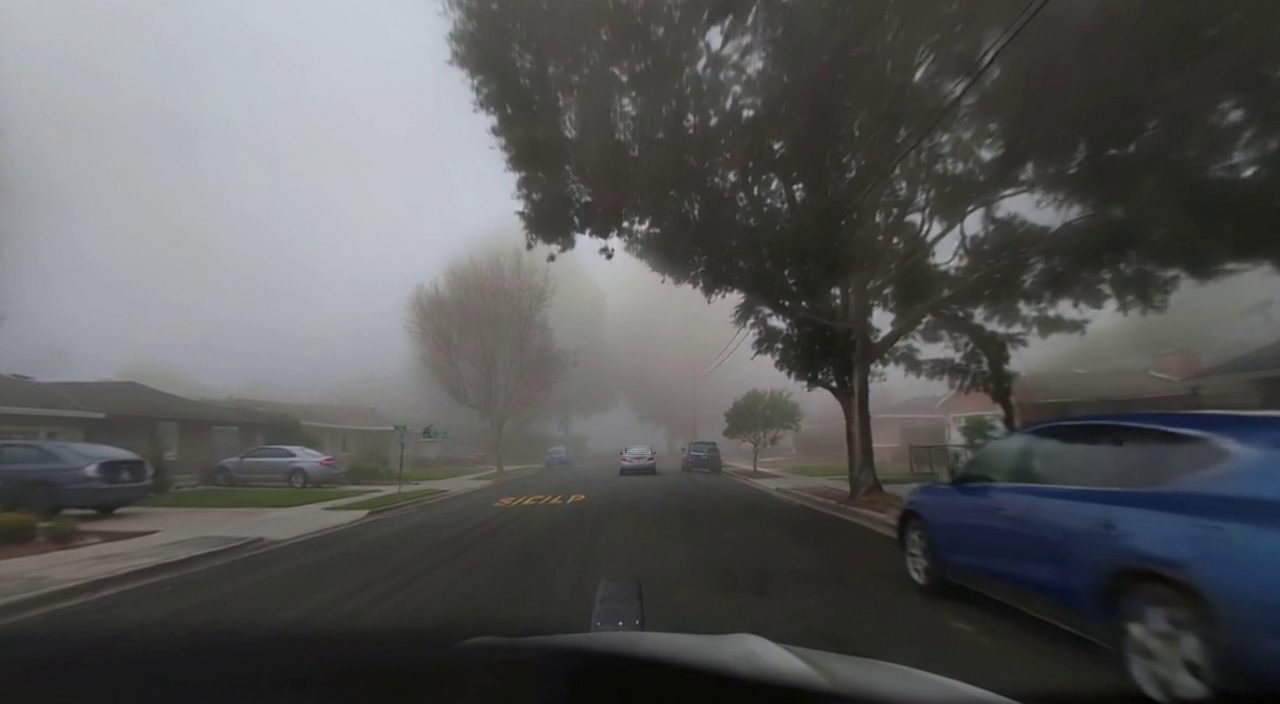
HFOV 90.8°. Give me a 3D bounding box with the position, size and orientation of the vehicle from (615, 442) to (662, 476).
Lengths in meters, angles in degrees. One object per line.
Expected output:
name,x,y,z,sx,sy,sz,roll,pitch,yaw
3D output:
vehicle,-0.071,4.918,29.294,2.000,1.449,4.006,0,-8,0

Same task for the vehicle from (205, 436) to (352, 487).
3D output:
vehicle,-13.453,4.076,23.725,4.253,1.772,1.980,0,-8,-3

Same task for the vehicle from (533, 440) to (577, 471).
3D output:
vehicle,-5.649,6.936,42.543,2.126,1.816,4.796,-3,-8,1

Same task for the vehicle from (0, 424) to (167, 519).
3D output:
vehicle,-13.309,2.505,13.402,4.836,1.831,1.982,0,-8,-2

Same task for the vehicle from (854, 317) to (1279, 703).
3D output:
vehicle,3.464,1.025,4.041,2.135,1.809,5.682,0,-8,-1

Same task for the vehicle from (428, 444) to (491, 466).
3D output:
vehicle,-13.390,7.658,47.027,4.129,1.523,1.839,0,-8,0

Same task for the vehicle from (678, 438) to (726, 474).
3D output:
vehicle,3.128,5.367,32.859,1.978,1.690,4.306,0,-8,-1
